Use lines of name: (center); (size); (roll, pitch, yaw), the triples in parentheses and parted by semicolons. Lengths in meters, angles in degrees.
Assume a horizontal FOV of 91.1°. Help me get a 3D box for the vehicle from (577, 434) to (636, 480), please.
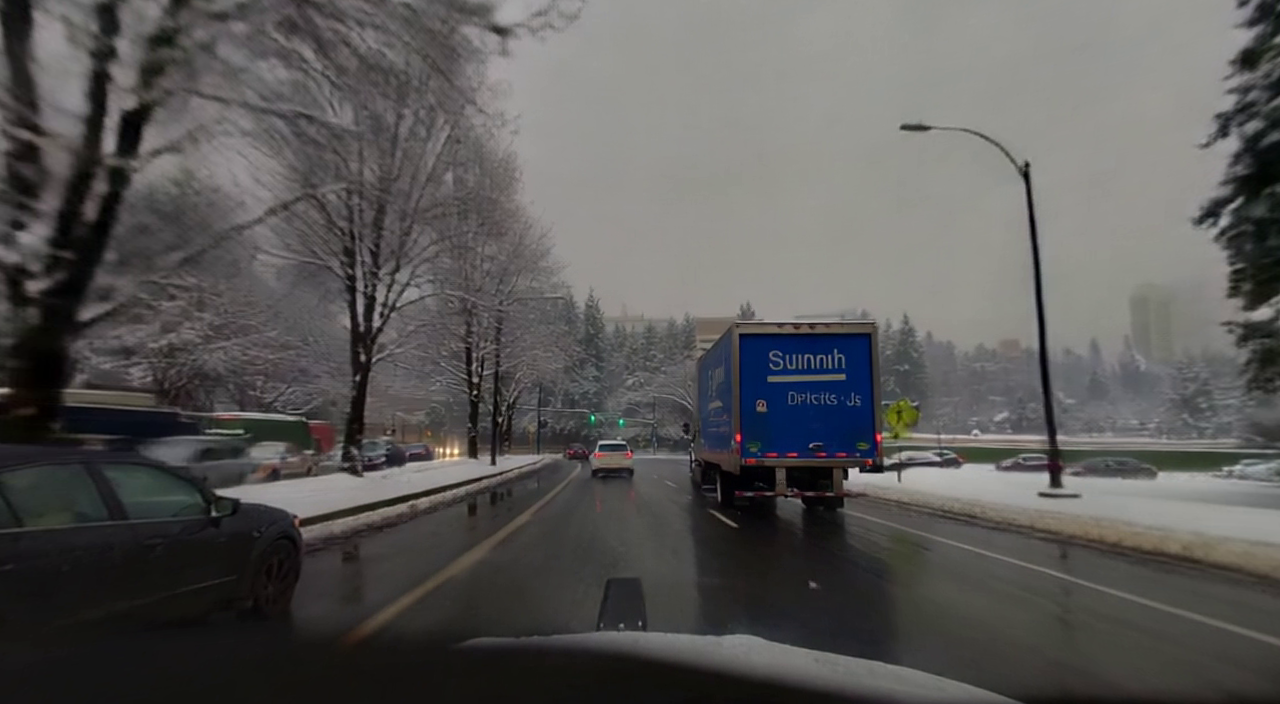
vehicle: (-1.482, 4.527, 27.411); (2.388, 1.811, 4.455); (1, -9, -4)

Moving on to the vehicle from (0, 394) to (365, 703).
vehicle: (-3.646, 1.128, 3.901); (1.828, 1.515, 4.422); (0, -9, 0)

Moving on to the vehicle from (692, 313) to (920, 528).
vehicle: (3.140, 1.747, 14.879); (2.905, 3.644, 8.441); (0, -9, -1)

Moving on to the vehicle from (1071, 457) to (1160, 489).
vehicle: (25.338, 6.393, 33.449); (4.391, 1.492, 1.972); (4, -10, -28)

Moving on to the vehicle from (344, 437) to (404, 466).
vehicle: (-17.654, 6.648, 42.011); (2.101, 1.813, 5.343); (1, -9, -5)

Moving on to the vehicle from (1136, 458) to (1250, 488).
vehicle: (31.750, 6.918, 36.227); (1.838, 1.507, 4.518); (3, -9, -16)

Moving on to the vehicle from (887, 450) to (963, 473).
vehicle: (19.680, 7.531, 43.348); (4.684, 1.477, 2.079); (4, -9, -24)

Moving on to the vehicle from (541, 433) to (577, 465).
vehicle: (-5.868, 7.104, 46.111); (2.269, 2.181, 5.787); (1, -9, -4)
